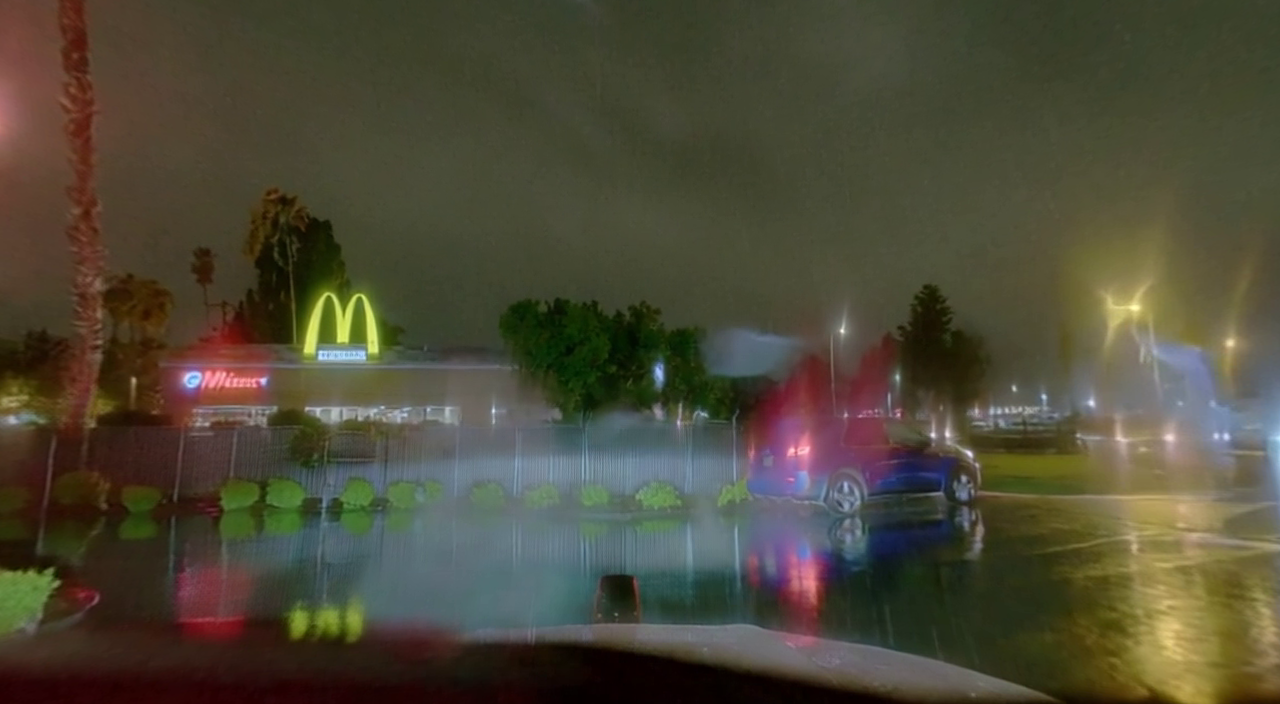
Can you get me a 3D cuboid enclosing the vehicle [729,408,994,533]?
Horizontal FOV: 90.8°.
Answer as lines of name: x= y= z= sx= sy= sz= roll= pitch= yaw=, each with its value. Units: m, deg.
vehicle: x=3.952 y=1.948 z=11.197 sx=4.365 sy=1.791 sz=2.073 roll=4 pitch=-7 yaw=-31
